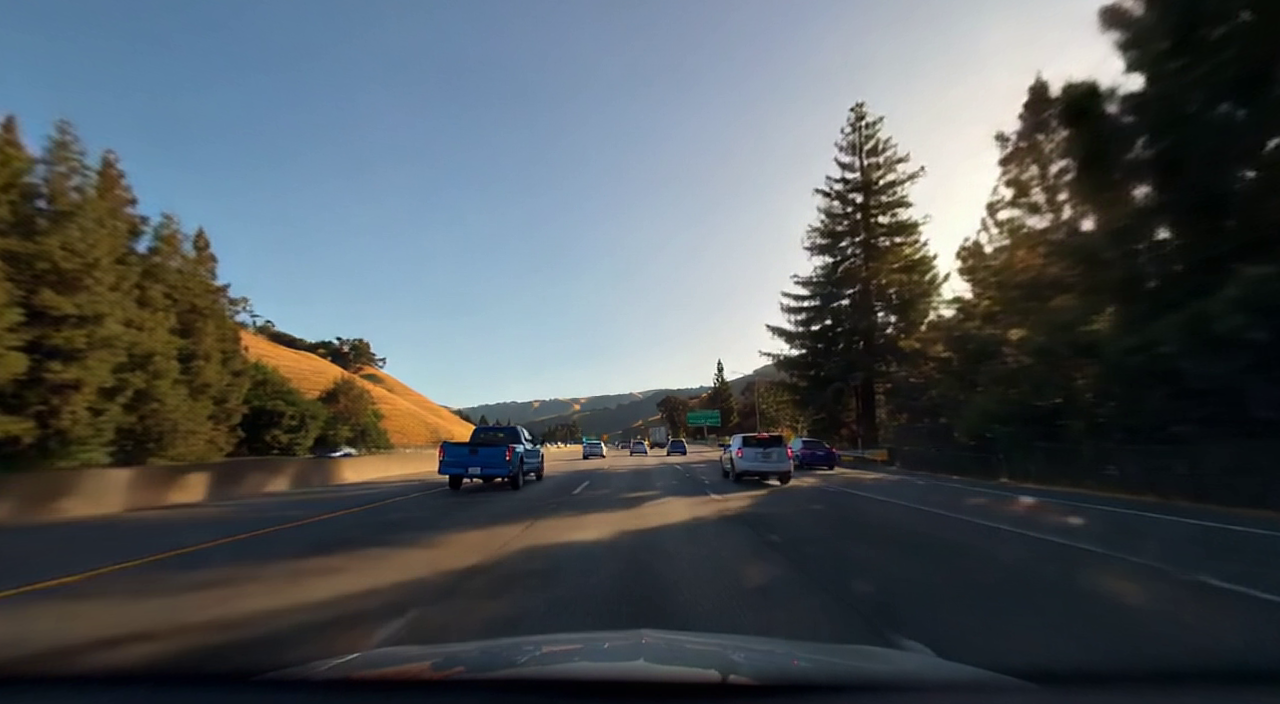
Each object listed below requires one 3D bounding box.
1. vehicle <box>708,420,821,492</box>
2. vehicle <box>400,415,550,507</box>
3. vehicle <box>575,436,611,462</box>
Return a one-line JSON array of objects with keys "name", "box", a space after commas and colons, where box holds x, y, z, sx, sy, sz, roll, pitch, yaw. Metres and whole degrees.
[{"name": "vehicle", "box": [3.745, 3.272, 20.297, 2.424, 1.952, 5.611, 1, -8, -1]}, {"name": "vehicle", "box": [-3.762, 2.586, 15.595, 2.227, 1.853, 5.161, 0, -8, 1]}, {"name": "vehicle", "box": [-3.384, 7.059, 46.099, 2.235, 1.785, 4.386, 0, -8, 1]}]
